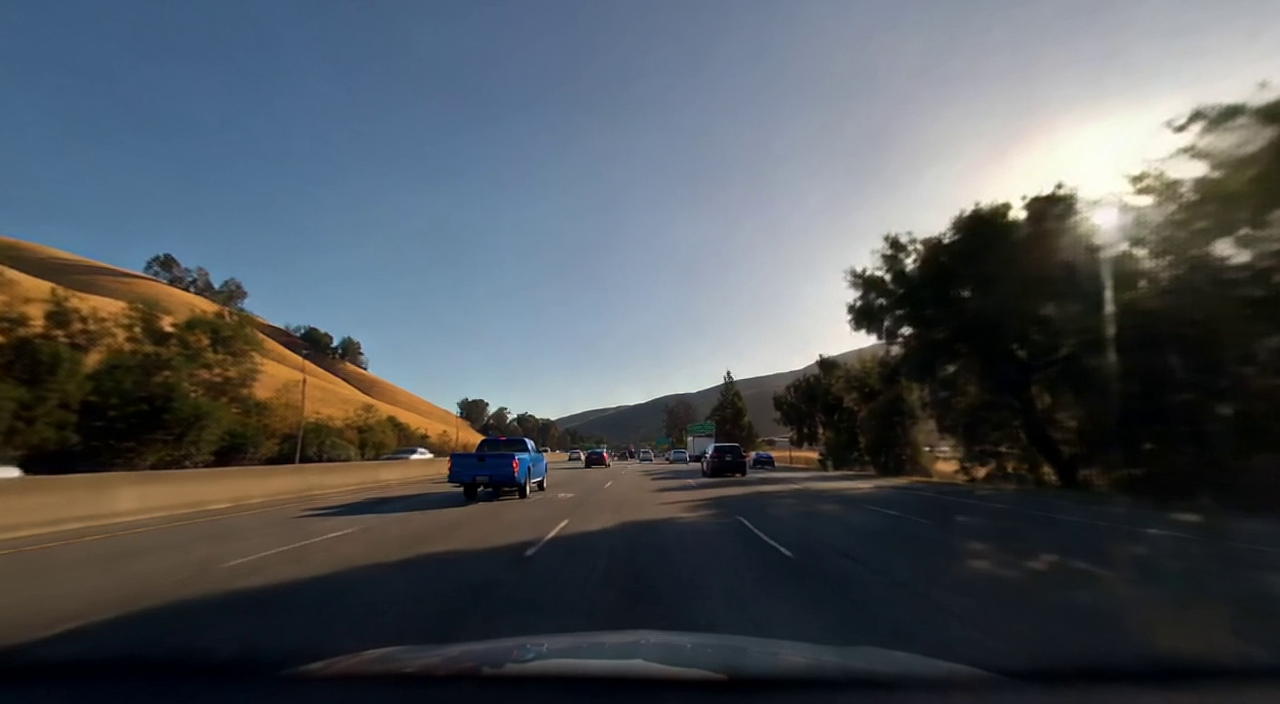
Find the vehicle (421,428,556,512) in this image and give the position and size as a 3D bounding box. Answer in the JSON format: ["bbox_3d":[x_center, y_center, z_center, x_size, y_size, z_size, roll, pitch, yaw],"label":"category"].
[{"bbox_3d":[-3.736,3.023,16.768,2.227,1.853,5.161,-1,-8,1],"label":"vehicle"}]

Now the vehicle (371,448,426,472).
[{"bbox_3d":[-16.926,7.577,44.443,1.963,1.590,4.486,-1,-8,1],"label":"vehicle"}]

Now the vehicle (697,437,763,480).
[{"bbox_3d":[4.401,5.337,31.959,2.424,1.952,5.611,0,-8,-1],"label":"vehicle"}]

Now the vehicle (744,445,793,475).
[{"bbox_3d":[8.013,6.772,39.752,2.104,1.724,4.701,0,-8,0],"label":"vehicle"}]

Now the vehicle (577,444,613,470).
[{"bbox_3d":[-3.247,7.725,46.441,2.235,1.785,4.386,-1,-8,1],"label":"vehicle"}]
